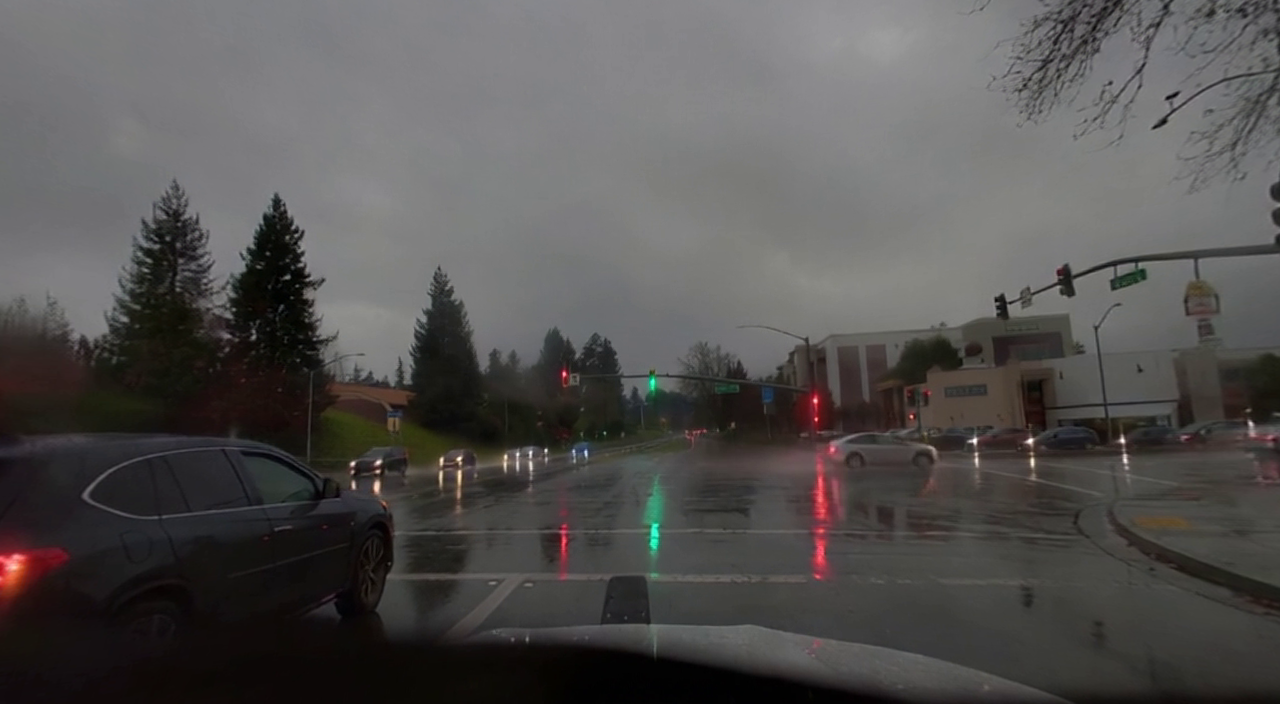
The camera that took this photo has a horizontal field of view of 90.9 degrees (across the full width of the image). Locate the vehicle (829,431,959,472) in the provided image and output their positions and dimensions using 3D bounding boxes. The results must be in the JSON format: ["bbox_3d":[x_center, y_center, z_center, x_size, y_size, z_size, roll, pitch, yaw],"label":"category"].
[{"bbox_3d":[9.546,3.774,24.053,4.364,1.450,1.841,-3,-9,17],"label":"vehicle"}]

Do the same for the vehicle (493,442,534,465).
[{"bbox_3d":[-9.707,7.833,48.784,1.905,1.724,4.449,-1,-8,5],"label":"vehicle"}]

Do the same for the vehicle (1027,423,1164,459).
[{"bbox_3d":[19.940,3.918,27.727,4.552,1.492,2.002,0,-9,-4],"label":"vehicle"}]

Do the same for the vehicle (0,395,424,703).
[{"bbox_3d":[-2.935,1.069,3.195,1.924,1.482,4.734,0,-8,1],"label":"vehicle"}]
